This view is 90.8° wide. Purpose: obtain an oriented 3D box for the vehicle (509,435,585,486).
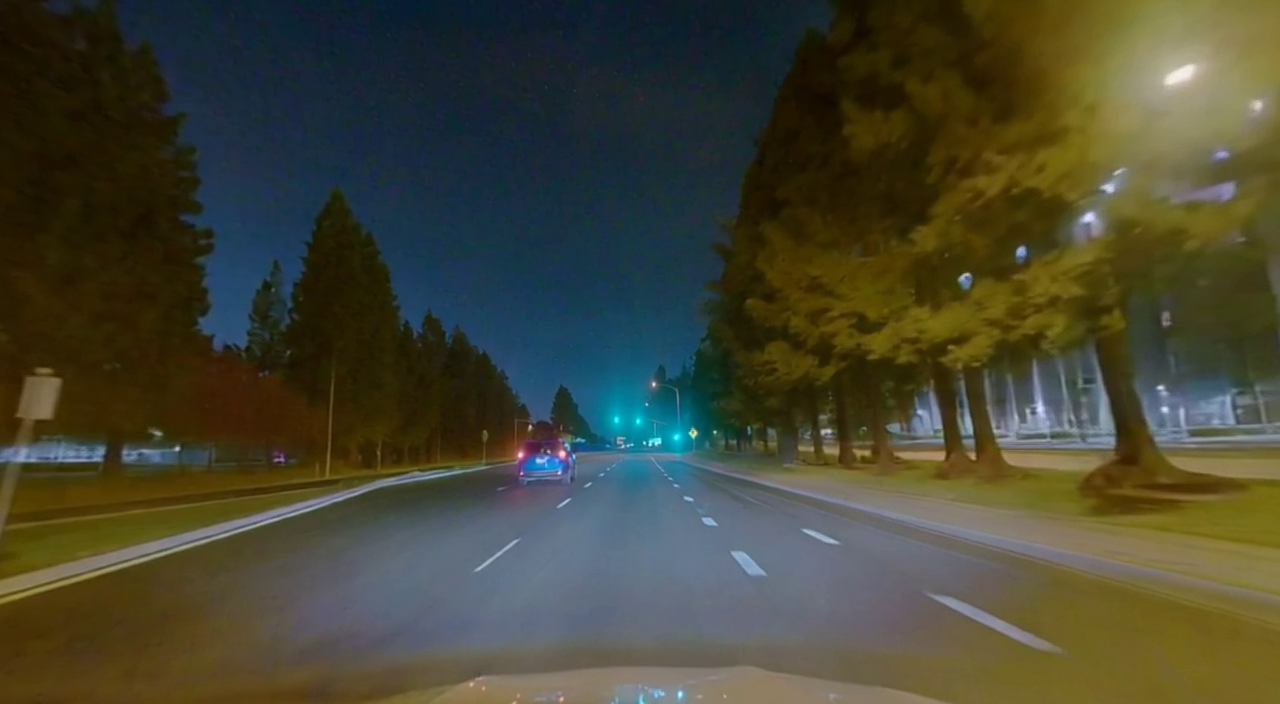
[{"bbox_3d":[-3.359,4.016,23.677,2.121,1.724,4.392,0,-9,1],"label":"vehicle"}]
